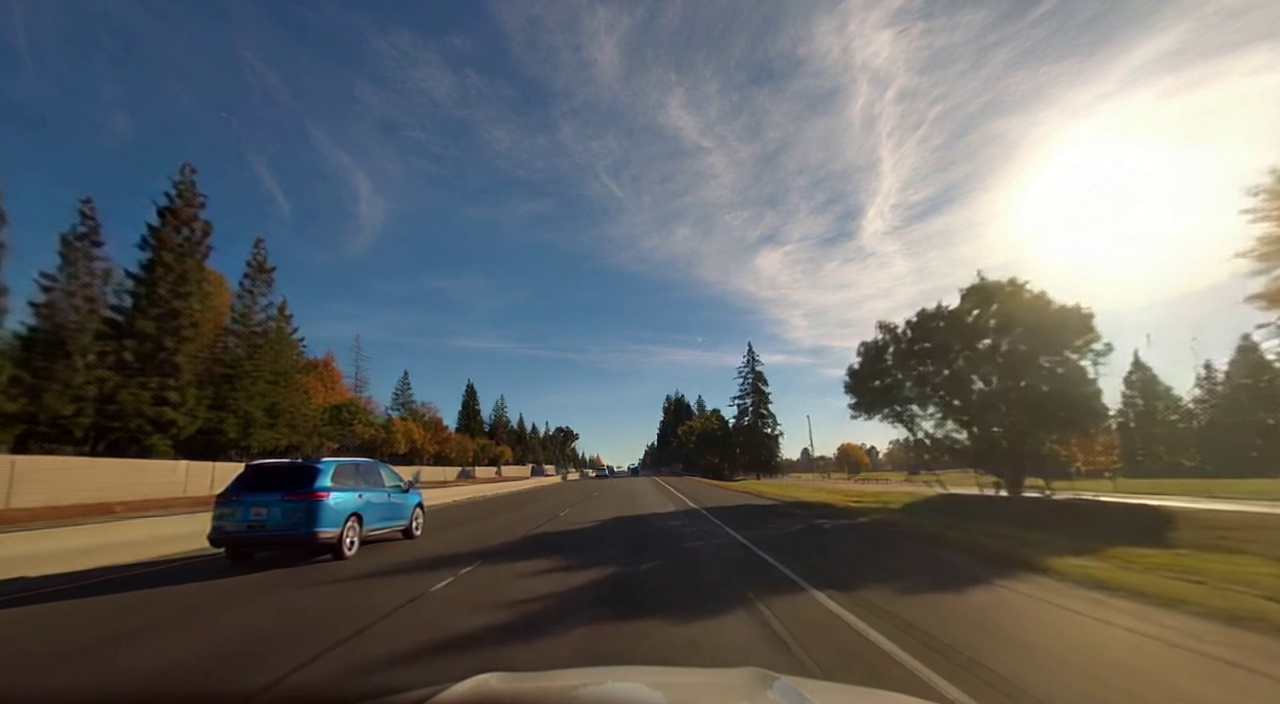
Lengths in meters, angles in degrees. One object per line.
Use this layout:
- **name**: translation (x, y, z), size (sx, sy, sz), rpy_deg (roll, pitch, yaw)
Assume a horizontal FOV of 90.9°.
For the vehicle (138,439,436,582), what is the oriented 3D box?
- **vehicle**: translation (-4.547, 2.120, 9.005), size (1.914, 1.534, 4.015), rpy_deg (1, -10, 0)
